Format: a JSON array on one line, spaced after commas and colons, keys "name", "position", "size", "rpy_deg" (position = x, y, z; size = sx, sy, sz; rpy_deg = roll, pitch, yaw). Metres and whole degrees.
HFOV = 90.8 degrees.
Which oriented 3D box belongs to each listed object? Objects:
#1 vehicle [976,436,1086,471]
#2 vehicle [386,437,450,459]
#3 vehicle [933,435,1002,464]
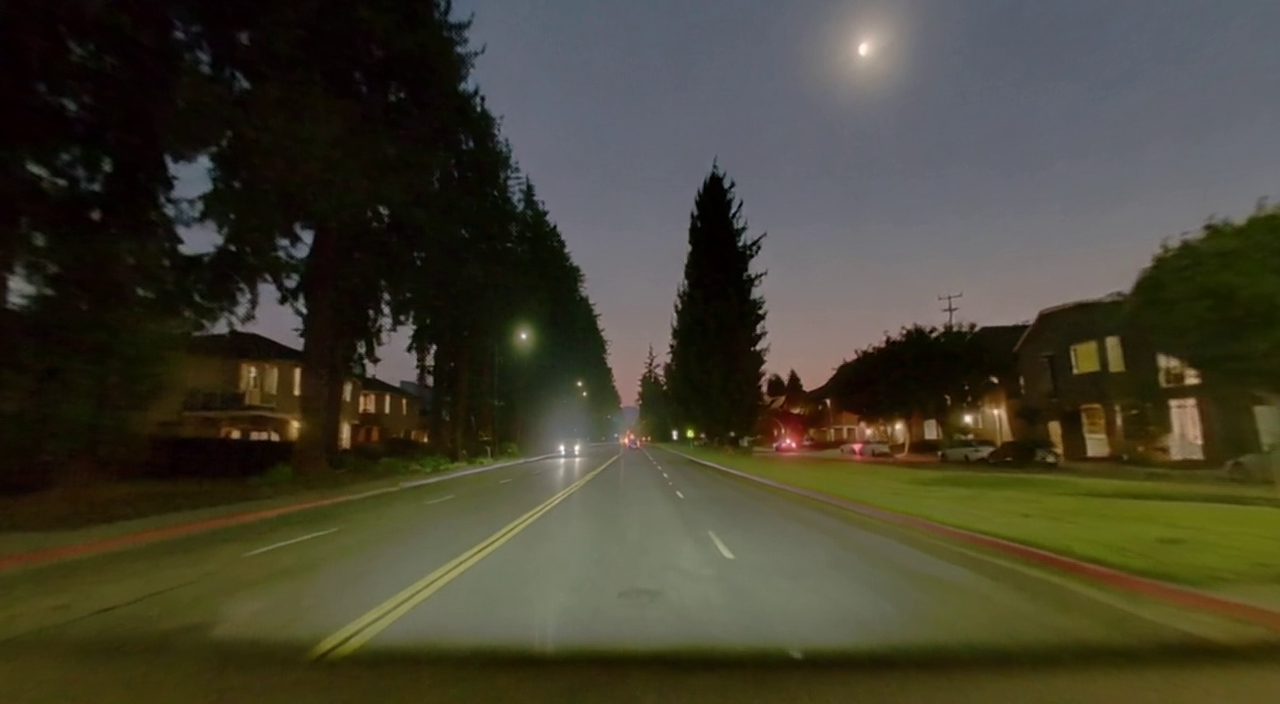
[{"name": "vehicle", "position": [17.911, 4.667, 29.289], "size": [1.813, 1.464, 4.925], "rpy_deg": [1, -8, -2]}, {"name": "vehicle", "position": [-16.991, 7.315, 48.470], "size": [4.045, 1.622, 1.983], "rpy_deg": [0, -8, 3]}, {"name": "vehicle", "position": [18.298, 5.464, 35.526], "size": [1.755, 1.521, 3.968], "rpy_deg": [0, -8, 0]}]
